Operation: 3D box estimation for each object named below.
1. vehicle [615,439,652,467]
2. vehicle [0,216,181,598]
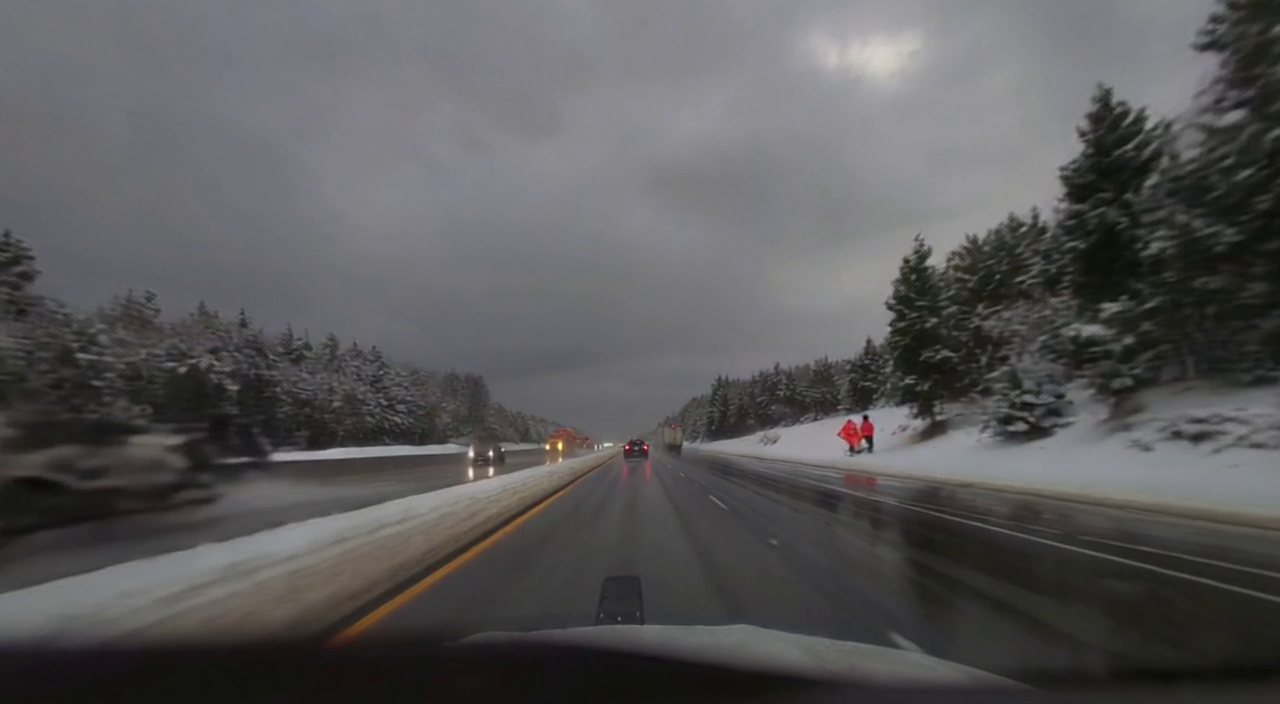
[{"bbox_3d":[-0.361,5.744,36.013,2.004,1.472,4.075,0,-8,-1],"label":"vehicle"},{"bbox_3d":[-8.263,0.288,4.116,3.129,4.014,10.246,-4,-8,-2],"label":"vehicle"}]
